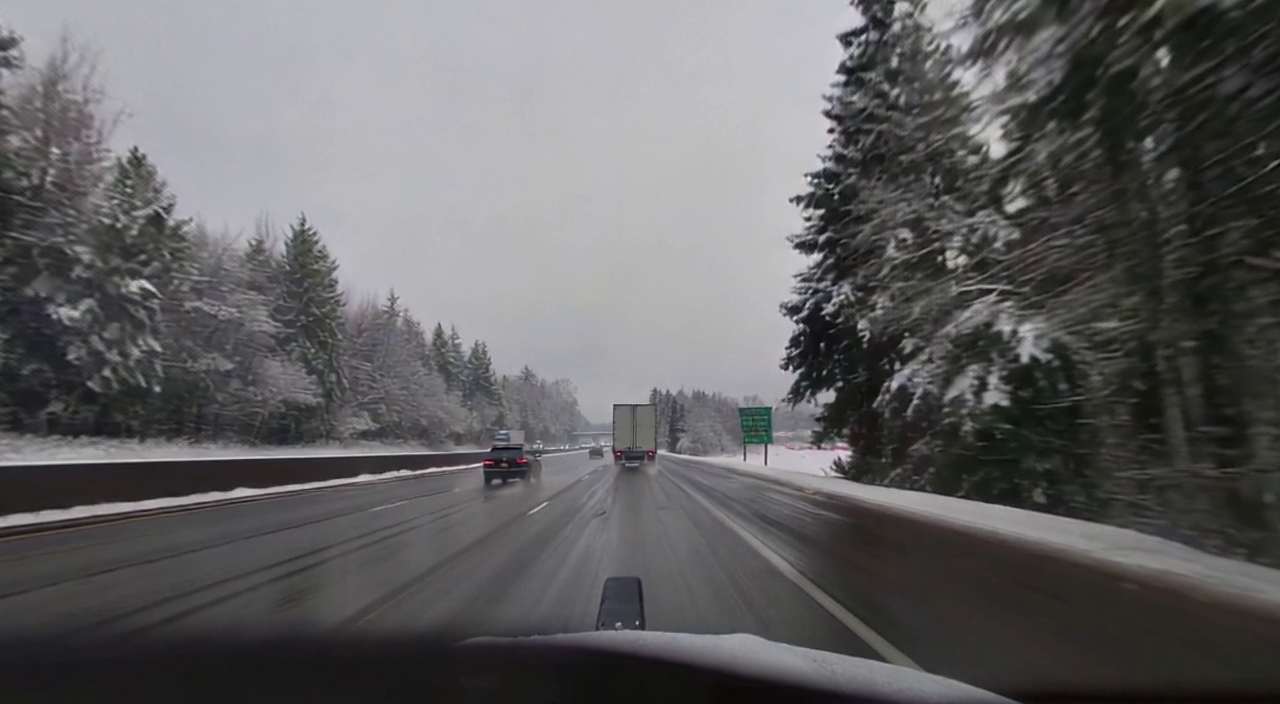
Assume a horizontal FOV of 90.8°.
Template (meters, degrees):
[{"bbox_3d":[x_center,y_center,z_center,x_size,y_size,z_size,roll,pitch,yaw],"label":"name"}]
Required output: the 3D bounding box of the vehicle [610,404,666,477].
[{"bbox_3d":[-0.226,5.648,39.534,2.976,3.800,12.335,0,-9,-1],"label":"vehicle"}]

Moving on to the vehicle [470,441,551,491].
[{"bbox_3d":[-4.403,3.939,22.054,1.964,1.556,4.071,0,-9,0],"label":"vehicle"}]
